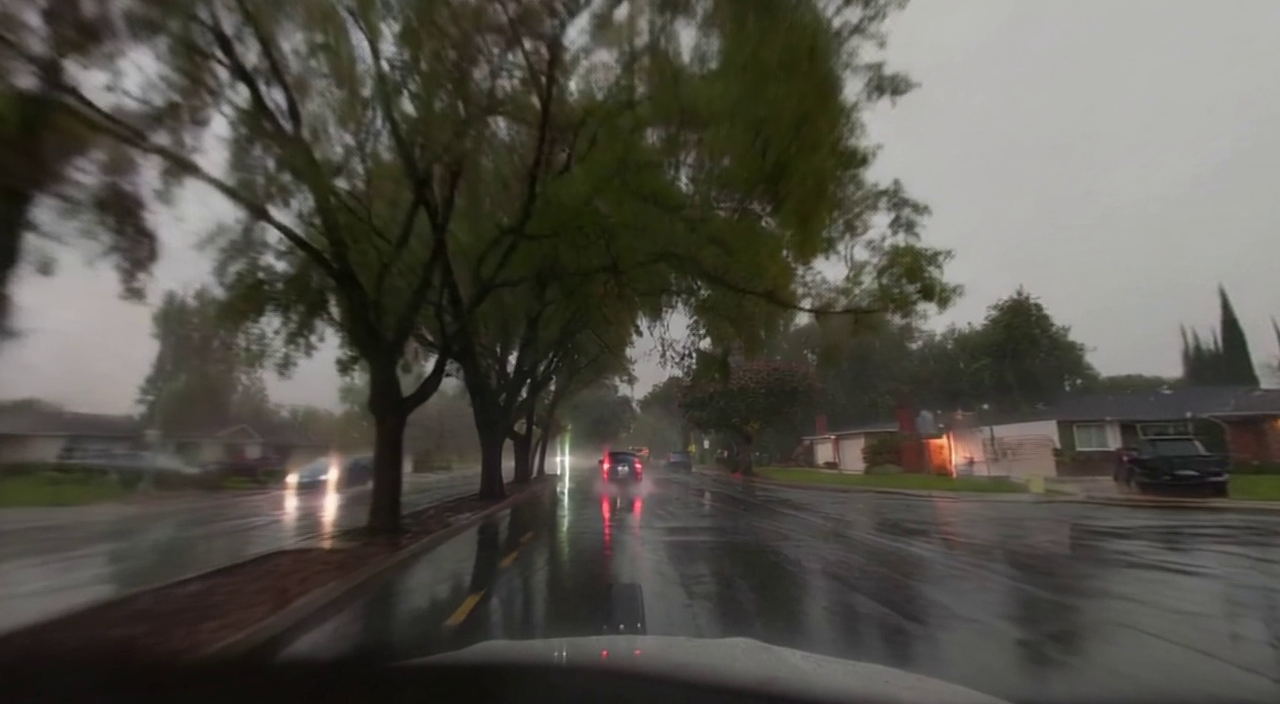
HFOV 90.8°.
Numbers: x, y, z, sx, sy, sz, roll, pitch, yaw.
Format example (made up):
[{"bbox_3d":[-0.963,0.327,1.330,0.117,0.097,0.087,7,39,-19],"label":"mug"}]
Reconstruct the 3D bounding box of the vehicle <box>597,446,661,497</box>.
[{"bbox_3d":[-0.391,4.228,22.753,2.106,1.655,3.717,0,-9,0],"label":"vehicle"}]

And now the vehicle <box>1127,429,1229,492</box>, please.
[{"bbox_3d":[17.342,3.482,20.600,2.128,1.771,4.721,-6,-11,36],"label":"vehicle"}]

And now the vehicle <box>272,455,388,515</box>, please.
[{"bbox_3d":[-9.053,3.871,18.810,1.861,1.516,3.752,1,-9,-6],"label":"vehicle"}]
